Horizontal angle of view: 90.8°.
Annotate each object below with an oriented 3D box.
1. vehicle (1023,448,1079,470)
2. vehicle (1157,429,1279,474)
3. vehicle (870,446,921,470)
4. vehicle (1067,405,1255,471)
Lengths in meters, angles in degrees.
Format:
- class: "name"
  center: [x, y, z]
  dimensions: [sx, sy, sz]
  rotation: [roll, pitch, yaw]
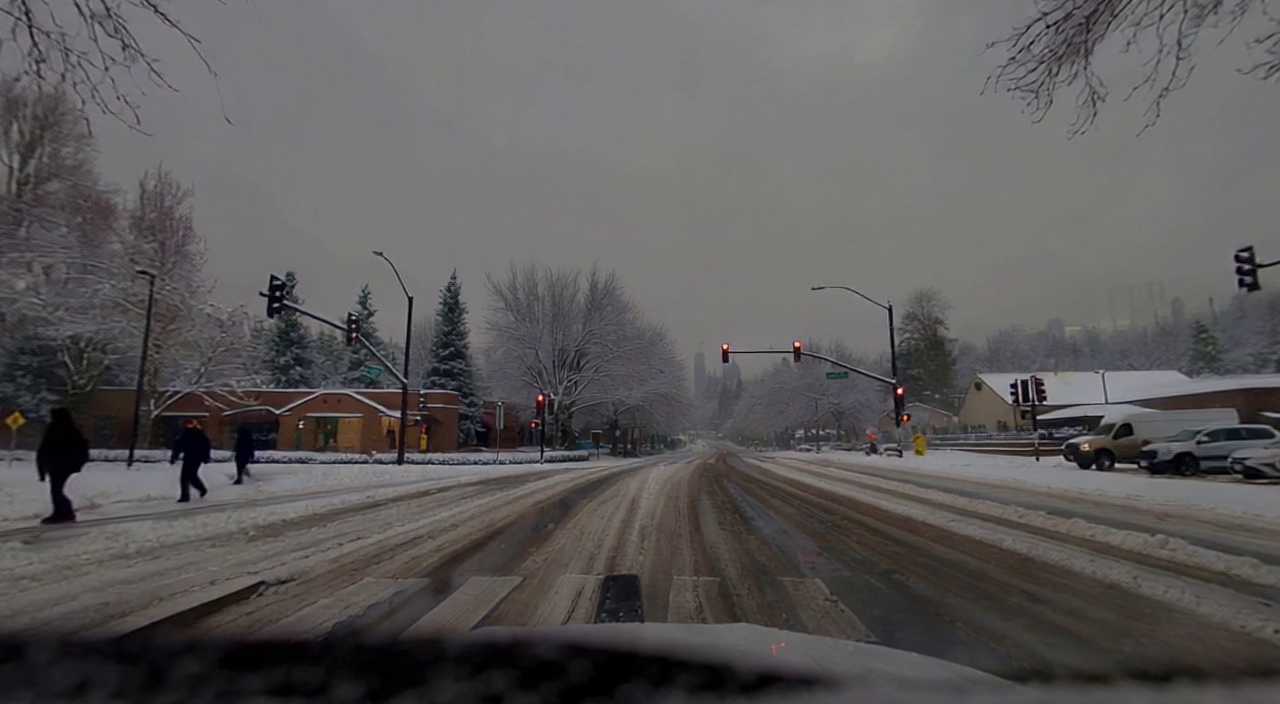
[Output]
- class: "vehicle"
  center: [27.714, 7.225, 42.718]
  dimensions: [1.589, 1.405, 3.633]
  rotation: [-1, -9, 4]
- class: "vehicle"
  center: [21.059, 3.400, 21.736]
  dimensions: [4.740, 1.464, 1.876]
  rotation: [-1, -9, 3]
- class: "vehicle"
  center: [17.521, 7.244, 43.513]
  dimensions: [1.789, 1.557, 4.293]
  rotation: [0, -9, 1]
- class: "vehicle"
  center: [22.947, 3.860, 28.103]
  dimensions: [5.855, 2.746, 2.523]
  rotation: [-1, -9, 3]
